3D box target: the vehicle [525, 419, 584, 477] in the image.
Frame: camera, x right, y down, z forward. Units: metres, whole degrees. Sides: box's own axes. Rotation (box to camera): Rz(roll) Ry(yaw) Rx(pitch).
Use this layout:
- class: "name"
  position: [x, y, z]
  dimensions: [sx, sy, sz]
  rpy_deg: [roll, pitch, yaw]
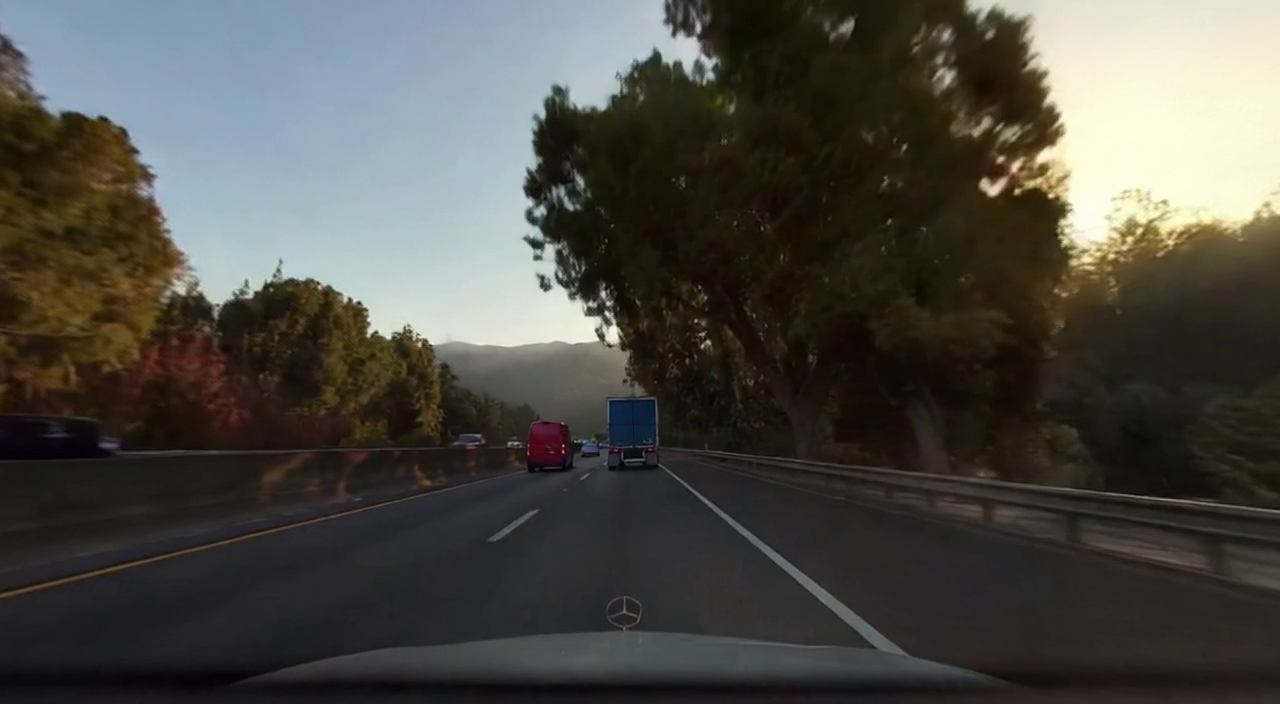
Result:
- class: "vehicle"
  position: [-4.459, 5.208, 34.162]
  dimensions: [2.357, 2.786, 6.144]
  rpy_deg: [0, -9, 0]

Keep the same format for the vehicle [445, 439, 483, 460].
- class: "vehicle"
  position: [-13.558, 7.544, 48.809]
  dimensions: [1.729, 1.572, 4.411]
  rpy_deg: [0, -9, 0]

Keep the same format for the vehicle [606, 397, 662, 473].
- class: "vehicle"
  position: [-0.359, 5.230, 38.935]
  dimensions: [2.995, 4.036, 10.311]
  rpy_deg: [0, -9, 0]
